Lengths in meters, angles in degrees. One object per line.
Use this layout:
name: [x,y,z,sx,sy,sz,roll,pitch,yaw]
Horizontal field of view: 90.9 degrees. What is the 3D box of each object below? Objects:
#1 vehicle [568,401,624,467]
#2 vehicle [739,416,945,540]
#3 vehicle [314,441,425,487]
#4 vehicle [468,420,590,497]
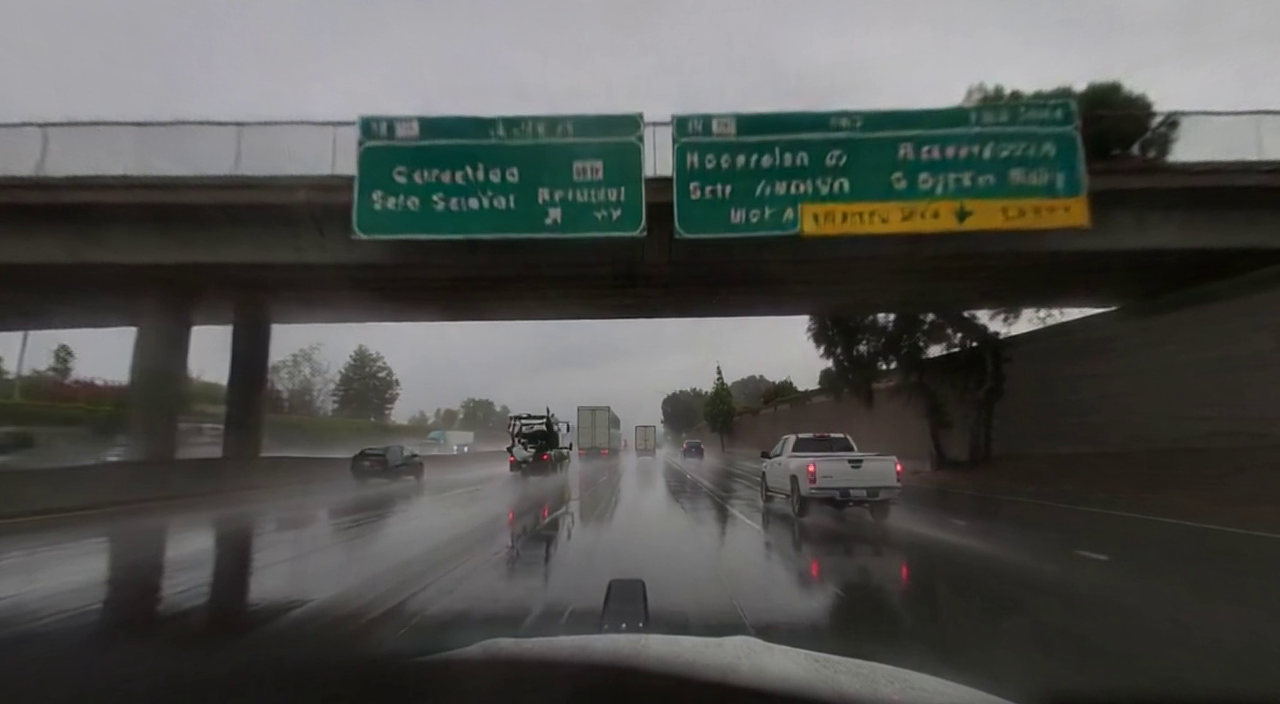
vehicle: [-2.990,6.337,47.631,2.869,4.108,15.564,-1,-8,1]
vehicle: [3.083,2.031,10.790,2.028,1.658,4.334,0,-8,-1]
vehicle: [-9.968,4.143,23.726,1.981,1.495,4.834,0,-8,1]
vehicle: [-3.233,3.327,20.181,2.645,2.023,6.491,-1,-8,1]
